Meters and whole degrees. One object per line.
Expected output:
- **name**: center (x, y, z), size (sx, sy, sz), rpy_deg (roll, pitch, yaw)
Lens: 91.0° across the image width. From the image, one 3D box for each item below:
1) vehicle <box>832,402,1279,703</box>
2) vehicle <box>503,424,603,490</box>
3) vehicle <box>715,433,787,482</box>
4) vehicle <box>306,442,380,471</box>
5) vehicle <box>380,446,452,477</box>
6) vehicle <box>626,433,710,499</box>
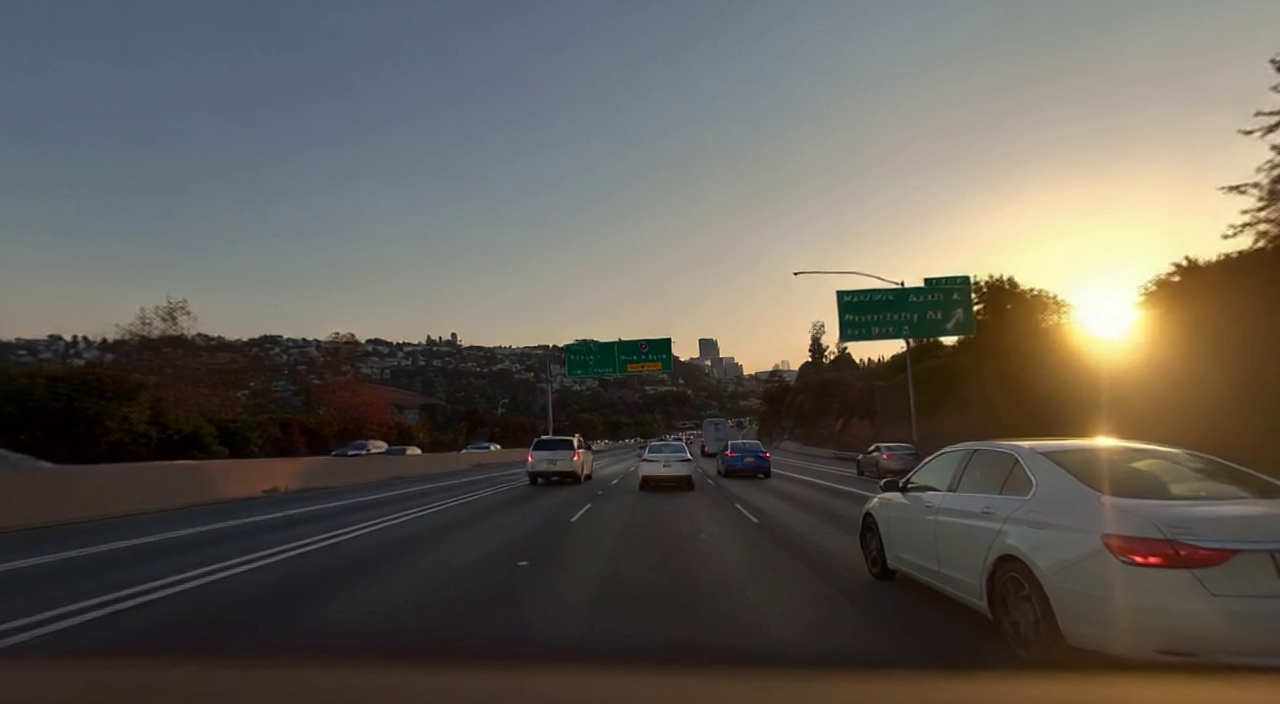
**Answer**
- **vehicle**: center (3.126, 1.285, 4.663), size (2.009, 1.489, 4.559), rpy_deg (0, -9, 1)
- **vehicle**: center (-2.786, 3.565, 21.657), size (2.434, 1.965, 5.305), rpy_deg (0, -9, 3)
- **vehicle**: center (4.121, 4.021, 24.127), size (2.076, 1.684, 4.241), rpy_deg (0, -9, 2)
- **vehicle**: center (-18.103, 6.392, 38.646), size (1.999, 1.683, 4.555), rpy_deg (-1, -9, 4)
- **vehicle**: center (-11.645, 5.714, 33.046), size (1.906, 1.499, 4.426), rpy_deg (-1, -9, 4)
- **vehicle**: center (0.773, 3.133, 17.622), size (2.074, 1.614, 3.803), rpy_deg (0, -9, 2)
